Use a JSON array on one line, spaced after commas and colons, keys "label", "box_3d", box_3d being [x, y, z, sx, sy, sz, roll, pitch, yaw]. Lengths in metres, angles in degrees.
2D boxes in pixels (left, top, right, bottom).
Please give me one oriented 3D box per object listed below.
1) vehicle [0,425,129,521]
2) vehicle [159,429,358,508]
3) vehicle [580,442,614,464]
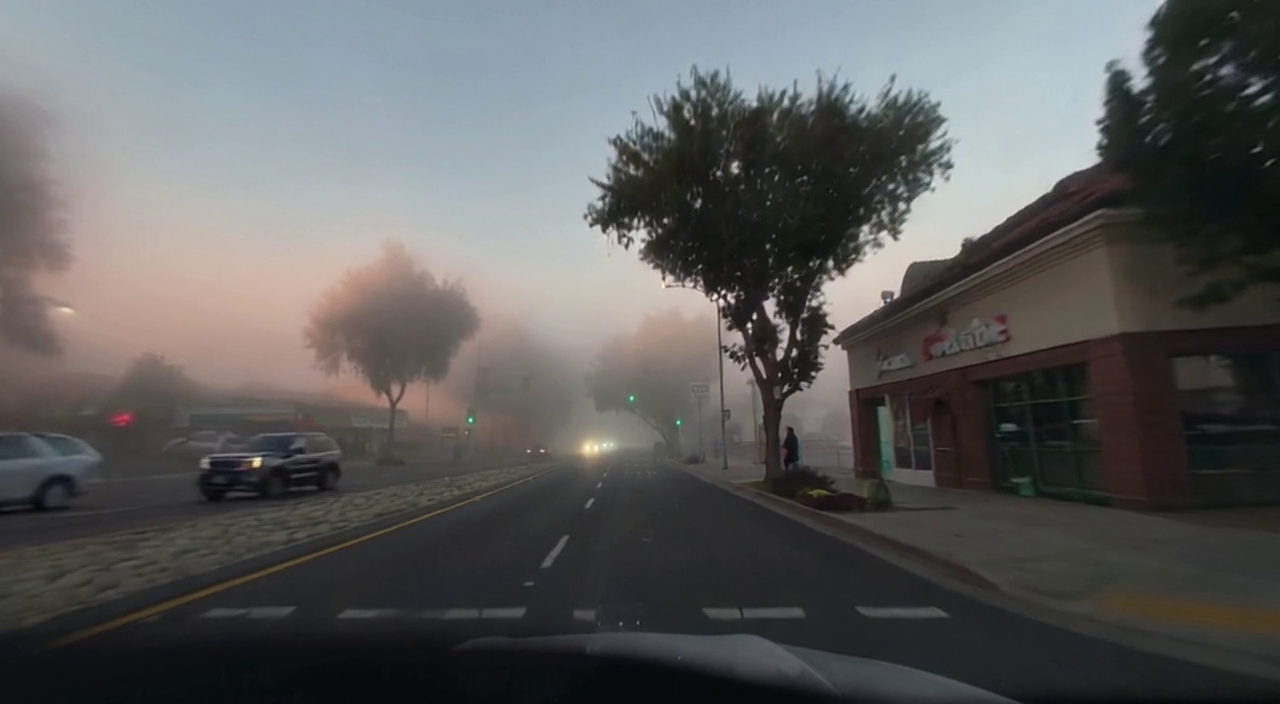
[{"label": "vehicle", "box_3d": [-12.558, 2.252, 11.870, 2.046, 1.716, 4.423, -1, -8, 2]}, {"label": "vehicle", "box_3d": [-9.224, 2.825, 15.866, 2.052, 1.676, 4.463, -1, -8, 3]}, {"label": "vehicle", "box_3d": [-3.103, 7.390, 46.478, 2.122, 1.469, 4.388, 0, -8, 0]}]
